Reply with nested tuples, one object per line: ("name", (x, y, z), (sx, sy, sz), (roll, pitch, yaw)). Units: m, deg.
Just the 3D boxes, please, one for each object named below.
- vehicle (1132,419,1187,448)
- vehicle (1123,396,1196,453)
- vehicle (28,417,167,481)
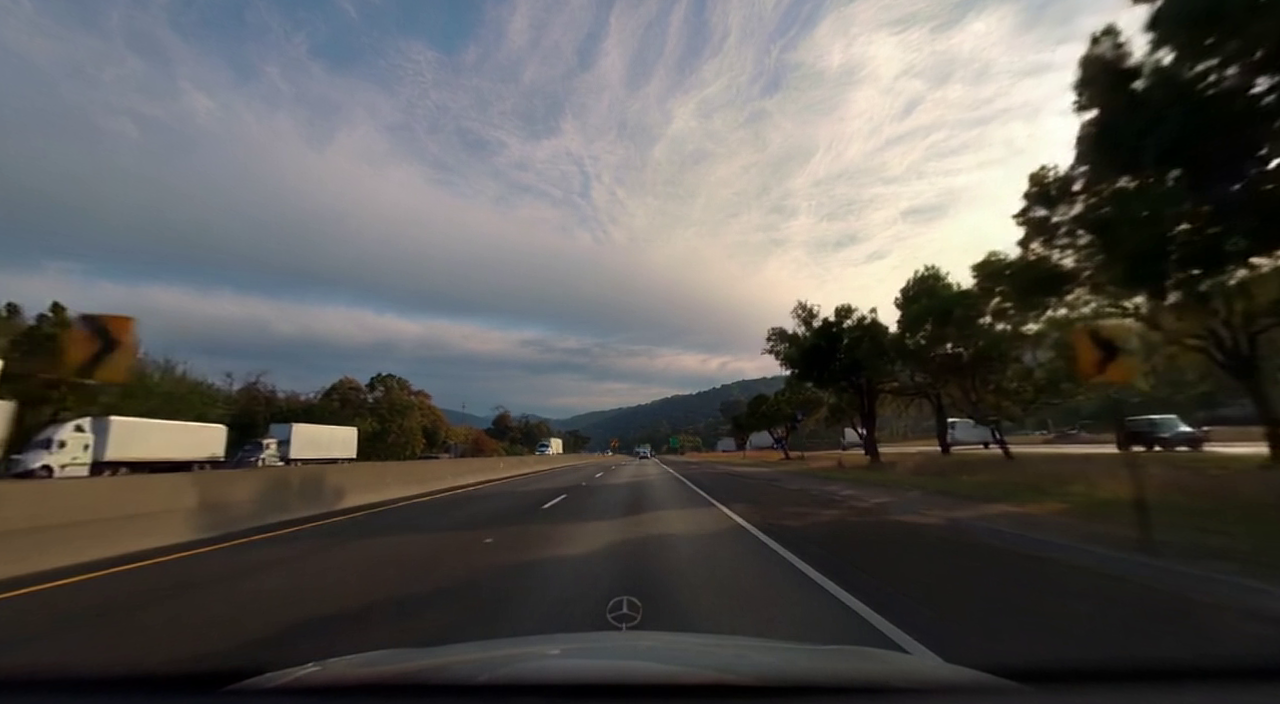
("vehicle", (33.319, 5.267, 40.360), (2.081, 1.698, 4.845), (-9, -13, 44))
("vehicle", (35.301, 5.072, 42.635), (2.793, 3.430, 10.146), (-9, -12, 43))
("vehicle", (-38.303, 6.880, 44.936), (3.269, 4.141, 7.075), (0, -9, 1))
